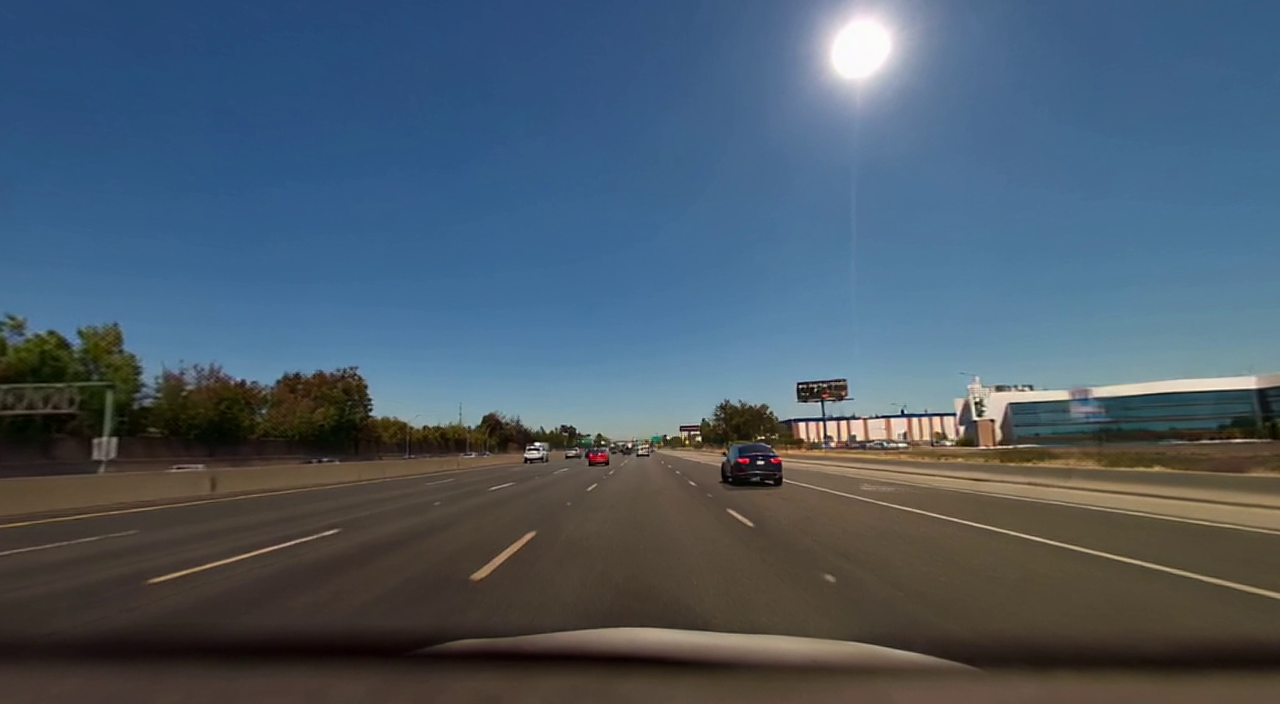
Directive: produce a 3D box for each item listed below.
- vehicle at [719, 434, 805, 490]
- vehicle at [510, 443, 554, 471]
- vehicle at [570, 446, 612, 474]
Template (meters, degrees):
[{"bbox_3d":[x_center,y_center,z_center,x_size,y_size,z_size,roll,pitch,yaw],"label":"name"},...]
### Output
[{"bbox_3d":[4.205,3.877,22.557,2.109,1.764,4.704,0,-9,0],"label":"vehicle"},{"bbox_3d":[-7.356,7.204,43.405,2.112,1.813,4.716,0,-9,1],"label":"vehicle"},{"bbox_3d":[-2.832,6.388,37.550,2.139,1.510,4.506,0,-9,0],"label":"vehicle"}]
